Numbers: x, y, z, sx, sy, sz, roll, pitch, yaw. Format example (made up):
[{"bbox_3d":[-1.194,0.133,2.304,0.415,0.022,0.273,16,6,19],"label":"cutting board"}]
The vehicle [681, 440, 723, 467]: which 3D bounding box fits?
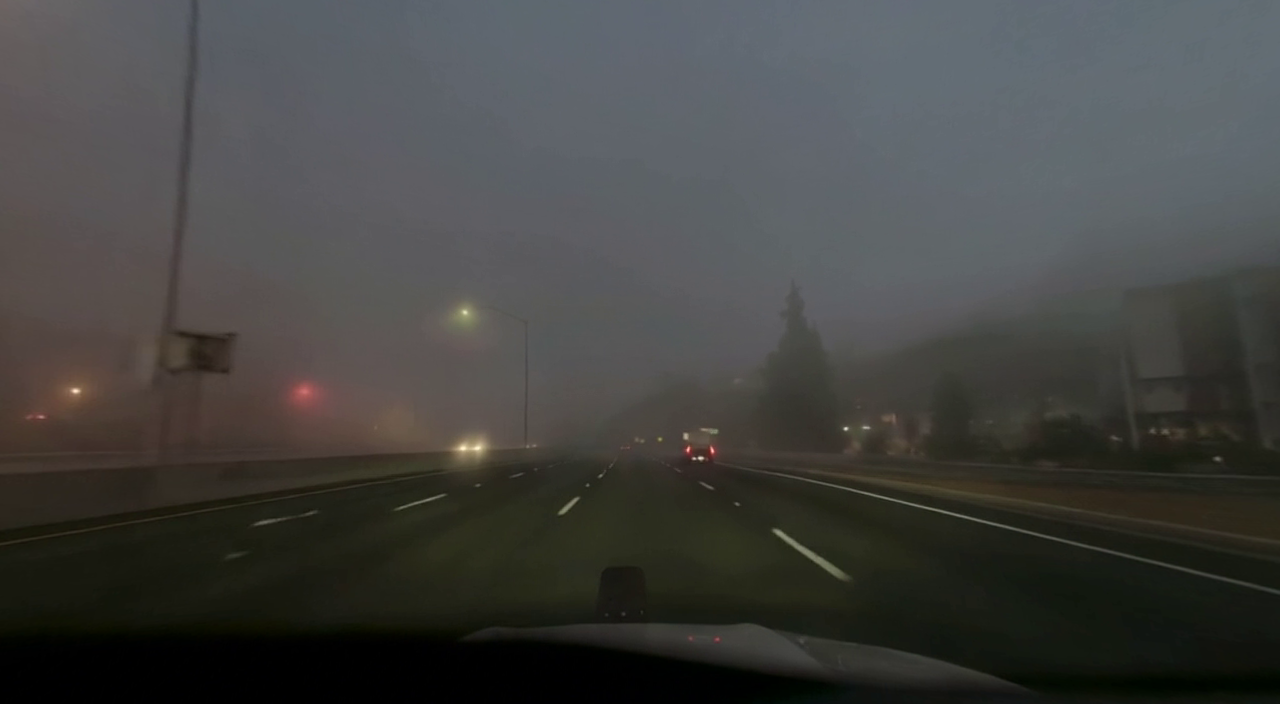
[{"bbox_3d":[3.622,6.020,37.483,1.926,1.477,4.025,0,-9,-2],"label":"vehicle"}]
